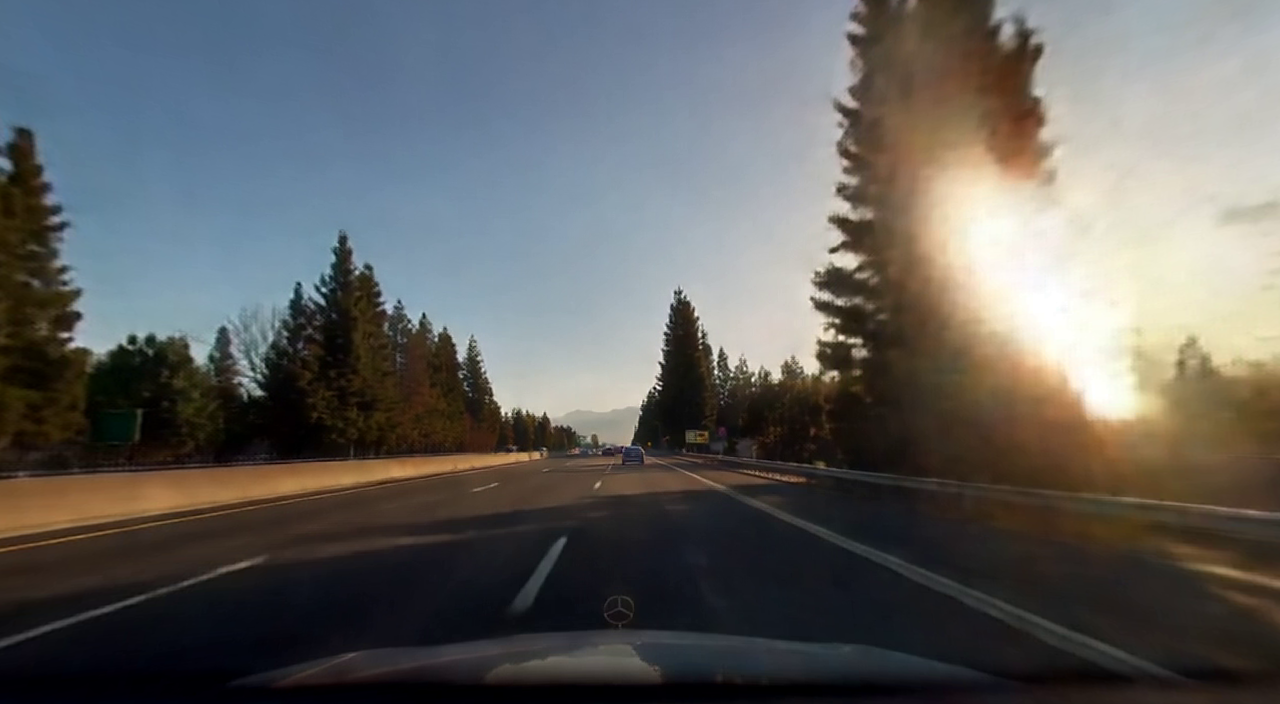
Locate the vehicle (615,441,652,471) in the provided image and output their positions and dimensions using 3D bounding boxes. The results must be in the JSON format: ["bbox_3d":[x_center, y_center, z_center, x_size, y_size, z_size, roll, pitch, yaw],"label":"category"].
[{"bbox_3d":[-0.415,6.308,38.308,2.120,1.715,4.153,0,-9,-1],"label":"vehicle"}]
